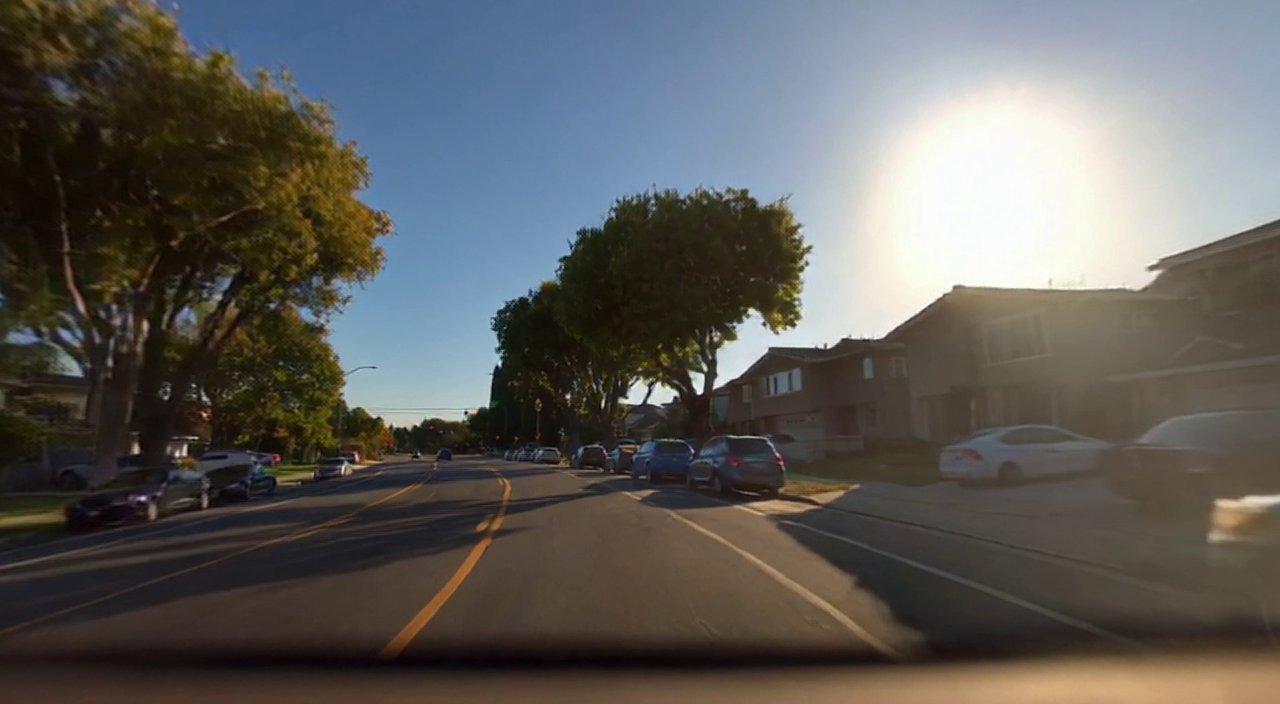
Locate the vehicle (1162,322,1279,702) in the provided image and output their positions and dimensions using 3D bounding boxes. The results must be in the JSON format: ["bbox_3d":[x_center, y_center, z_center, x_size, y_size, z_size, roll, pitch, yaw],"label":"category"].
[{"bbox_3d":[4.666,0.451,0.436,2.402,1.889,6.910,3,-9,-4],"label":"vehicle"}]

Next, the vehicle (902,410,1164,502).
[{"bbox_3d":[9.017,2.398,14.703,4.724,1.585,2.123,-4,-9,-7],"label":"vehicle"}]

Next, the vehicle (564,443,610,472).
[{"bbox_3d":[-3.635,7.014,42.248,2.348,1.804,5.207,2,-9,-13],"label":"vehicle"}]

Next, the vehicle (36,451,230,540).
[{"bbox_3d":[-13.376,3.719,17.032,1.992,1.677,4.499,-6,-7,-8],"label":"vehicle"}]

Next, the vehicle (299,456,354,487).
[{"bbox_3d":[-19.060,7.236,38.403,1.932,1.468,4.305,-5,-7,-12],"label":"vehicle"}]

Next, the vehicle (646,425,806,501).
[{"bbox_3d":[2.244,3.354,19.290,2.723,1.785,7.174,4,-10,-10],"label":"vehicle"}]
